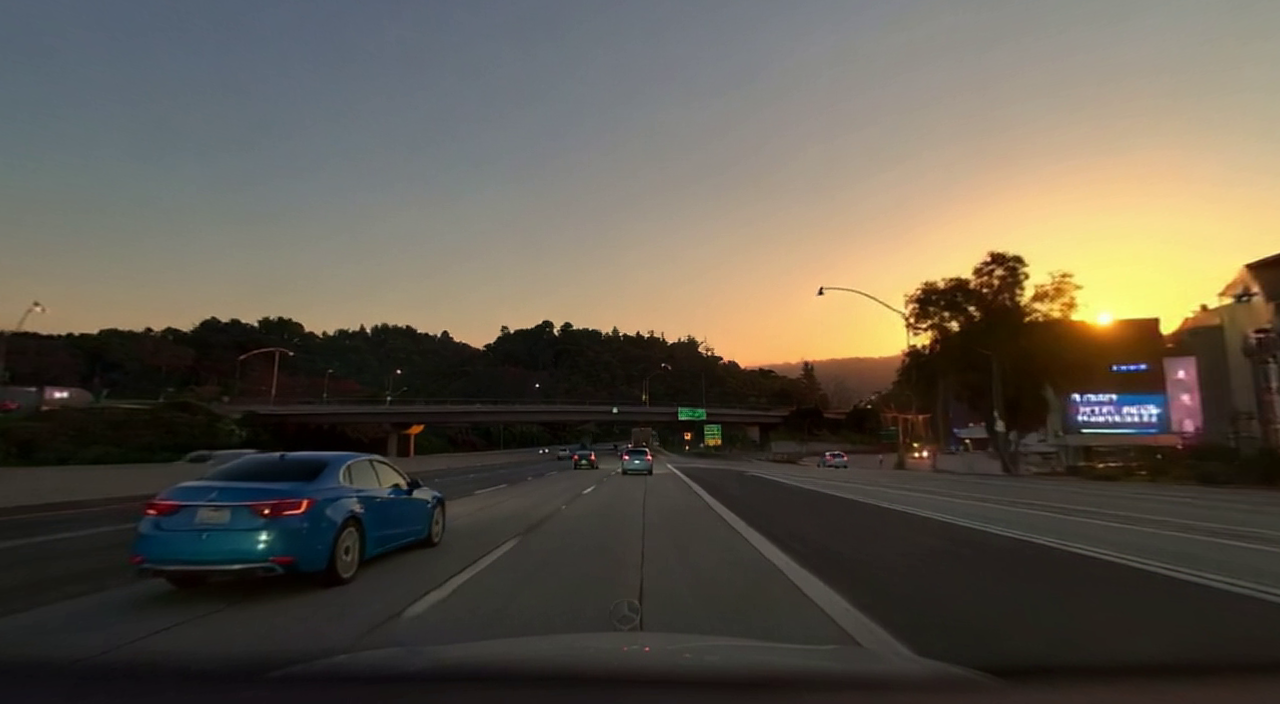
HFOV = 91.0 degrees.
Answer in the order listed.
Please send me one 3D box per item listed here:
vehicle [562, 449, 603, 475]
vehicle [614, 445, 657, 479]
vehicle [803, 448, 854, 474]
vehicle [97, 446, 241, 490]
[{"bbox_3d":[-3.601,7.020,40.283,2.071,1.553,4.388,0,-9,2],"label":"vehicle"},{"bbox_3d":[-0.191,5.757,33.149,2.102,1.692,4.057,0,-9,1],"label":"vehicle"},{"bbox_3d":[13.720,7.953,46.143,2.246,1.760,4.640,0,-9,-1],"label":"vehicle"},{"bbox_3d":[-18.753,4.621,25.424,2.210,1.597,4.597,0,-9,0],"label":"vehicle"}]
